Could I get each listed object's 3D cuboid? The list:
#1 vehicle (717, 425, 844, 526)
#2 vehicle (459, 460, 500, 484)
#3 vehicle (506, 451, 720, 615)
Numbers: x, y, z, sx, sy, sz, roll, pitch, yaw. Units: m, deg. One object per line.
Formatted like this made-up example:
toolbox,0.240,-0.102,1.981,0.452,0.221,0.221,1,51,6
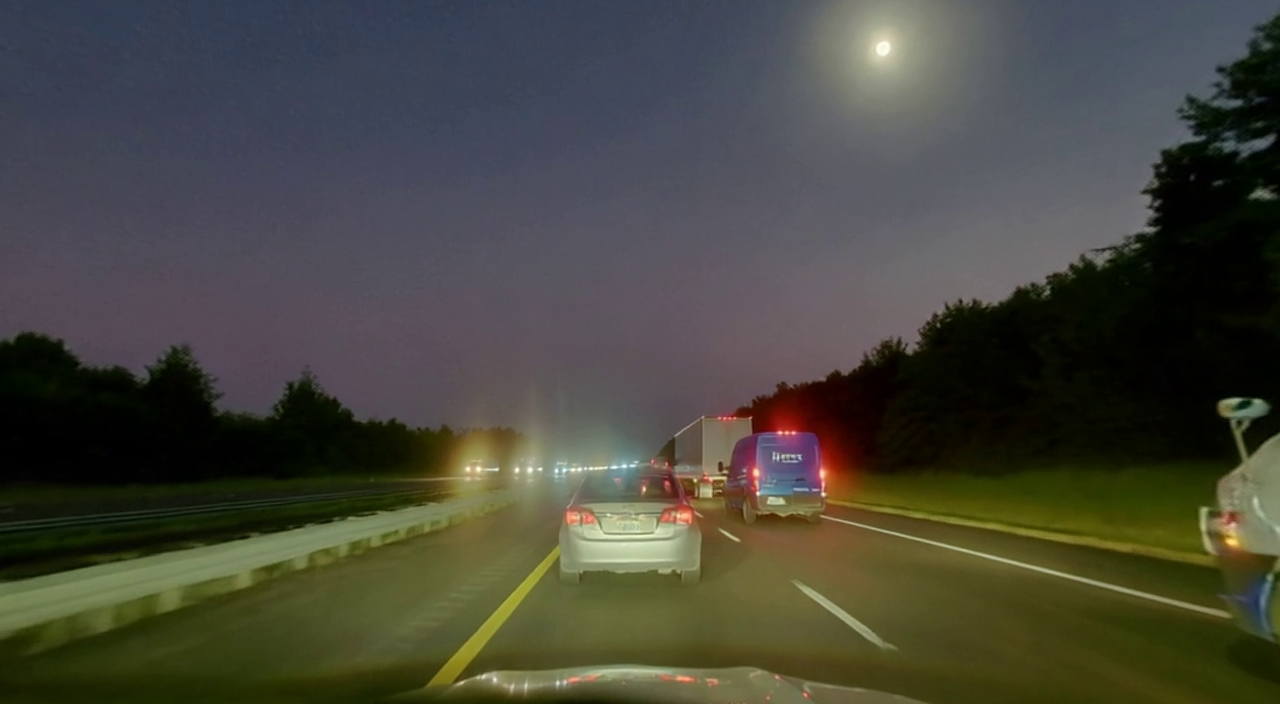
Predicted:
vehicle,3.902,3.648,18.779,2.328,2.537,5.290,1,-11,-2
vehicle,-11.166,8.394,44.112,1.872,1.510,4.266,1,-11,-2
vehicle,-0.275,2.015,7.644,1.980,1.493,3.410,1,-11,-1
